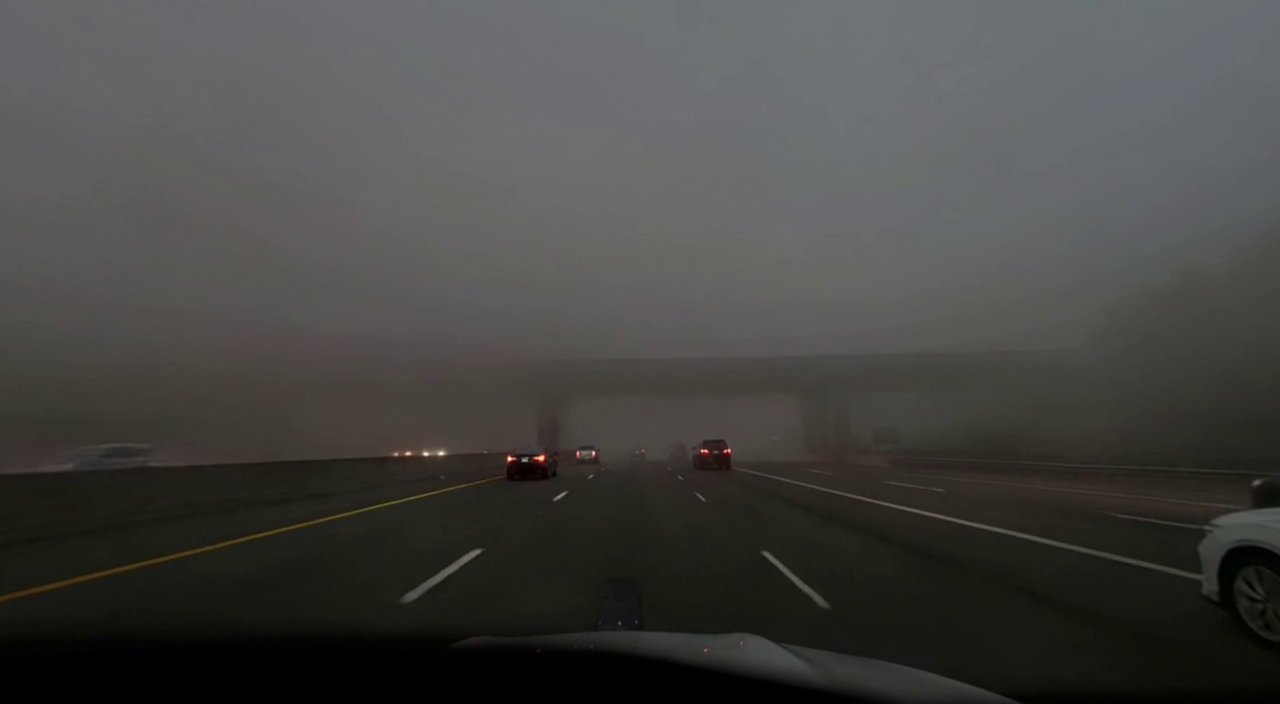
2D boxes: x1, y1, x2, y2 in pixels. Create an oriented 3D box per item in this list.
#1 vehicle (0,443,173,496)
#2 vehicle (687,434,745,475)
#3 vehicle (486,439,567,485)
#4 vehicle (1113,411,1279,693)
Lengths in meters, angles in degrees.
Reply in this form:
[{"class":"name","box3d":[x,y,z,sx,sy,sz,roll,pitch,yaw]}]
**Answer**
[{"class":"vehicle","box3d":[-17.198,3.581,19.705,1.877,1.456,4.569,0,-9,-3]},{"class":"vehicle","box3d":[3.465,4.792,29.692,2.072,1.761,4.242,0,-8,-2]},{"class":"vehicle","box3d":[-4.006,3.989,23.205,1.997,1.476,4.703,0,-8,1]},{"class":"vehicle","box3d":[4.323,0.898,2.277,1.989,1.472,4.322,0,-8,2]}]
